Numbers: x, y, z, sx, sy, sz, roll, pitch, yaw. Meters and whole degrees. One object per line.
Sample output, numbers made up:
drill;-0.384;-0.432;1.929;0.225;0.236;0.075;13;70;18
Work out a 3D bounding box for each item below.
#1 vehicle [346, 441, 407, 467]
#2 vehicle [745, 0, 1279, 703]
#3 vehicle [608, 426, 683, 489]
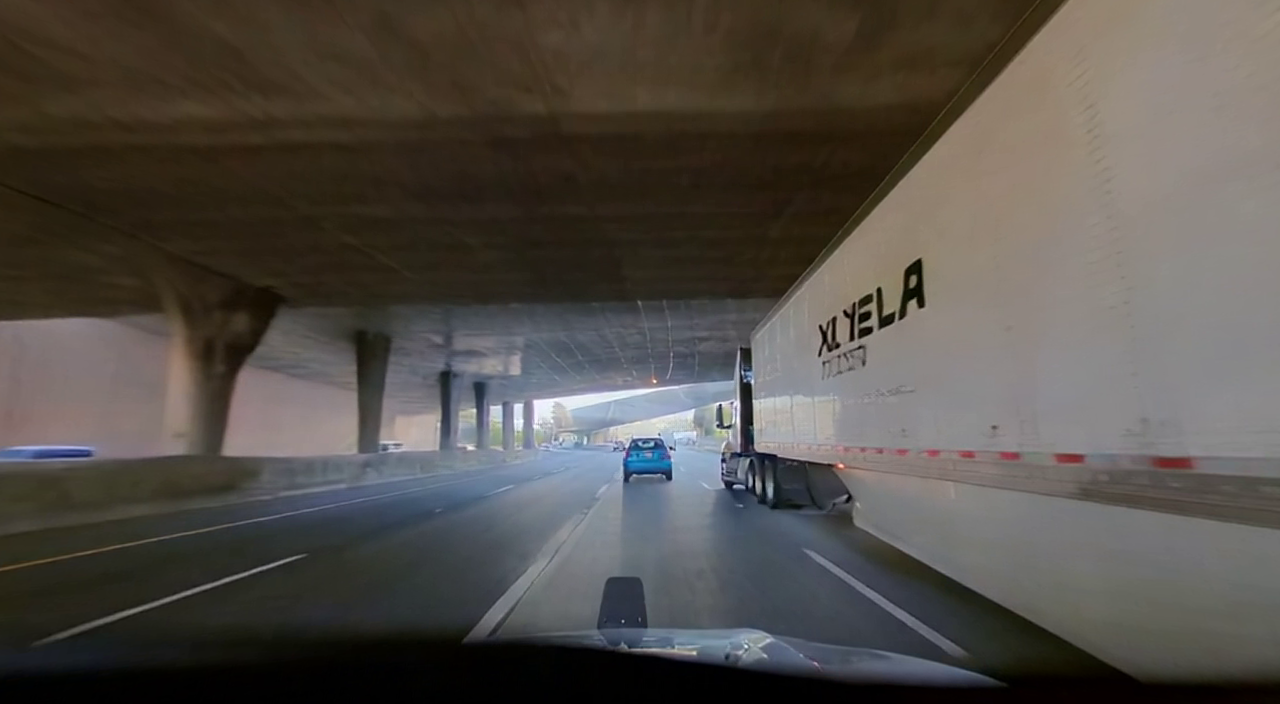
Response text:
vehicle;-18.435;7.147;44.180;2.016;1.678;4.947;0;-8;2
vehicle;3.392;-0.138;4.585;2.909;4.135;15.820;-1;-8;1
vehicle;0.188;3.191;19.303;2.054;1.706;4.201;0;-8;1
